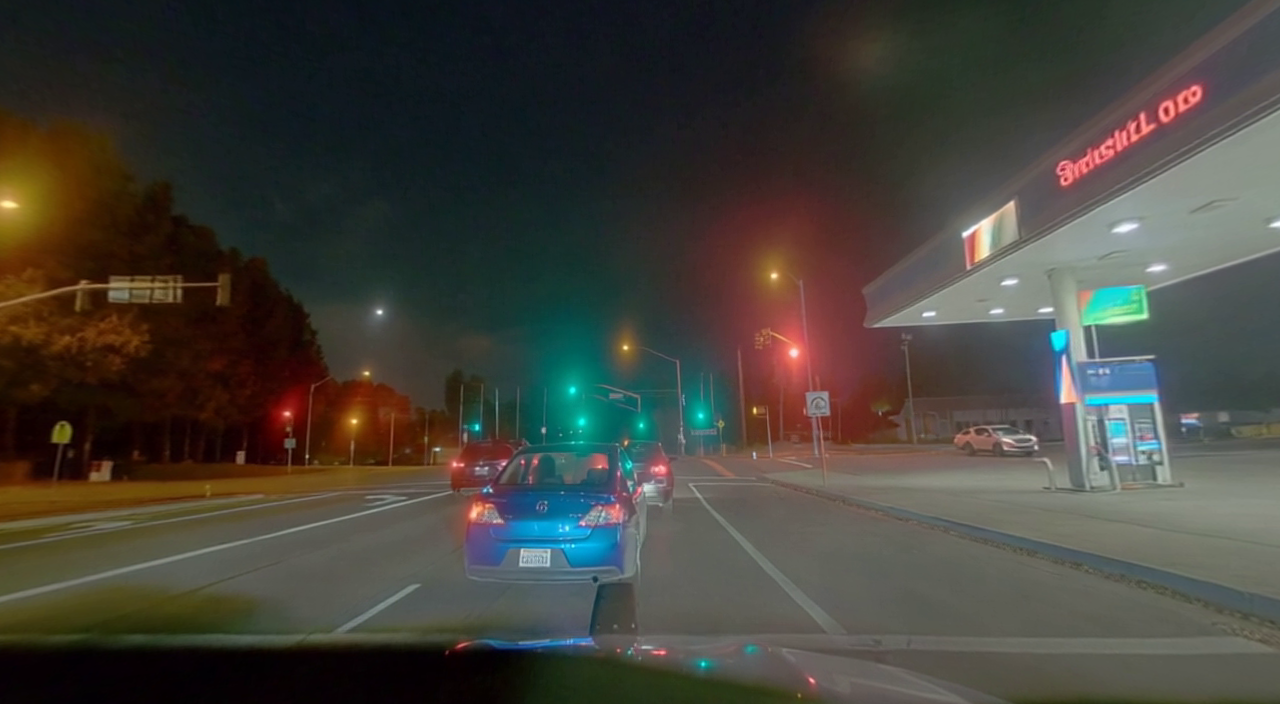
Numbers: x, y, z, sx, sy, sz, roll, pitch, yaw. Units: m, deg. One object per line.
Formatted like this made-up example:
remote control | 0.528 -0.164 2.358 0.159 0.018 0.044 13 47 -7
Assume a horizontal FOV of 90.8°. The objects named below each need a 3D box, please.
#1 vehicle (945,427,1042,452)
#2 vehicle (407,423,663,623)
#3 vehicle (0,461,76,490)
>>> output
vehicle | 22.169 5.522 39.749 4.874 1.502 2.048 0 -8 0
vehicle | -0.741 1.650 7.165 1.916 1.510 4.447 -1 -8 3
vehicle | -35.336 6.994 35.964 1.796 1.440 4.802 -1 -8 4
